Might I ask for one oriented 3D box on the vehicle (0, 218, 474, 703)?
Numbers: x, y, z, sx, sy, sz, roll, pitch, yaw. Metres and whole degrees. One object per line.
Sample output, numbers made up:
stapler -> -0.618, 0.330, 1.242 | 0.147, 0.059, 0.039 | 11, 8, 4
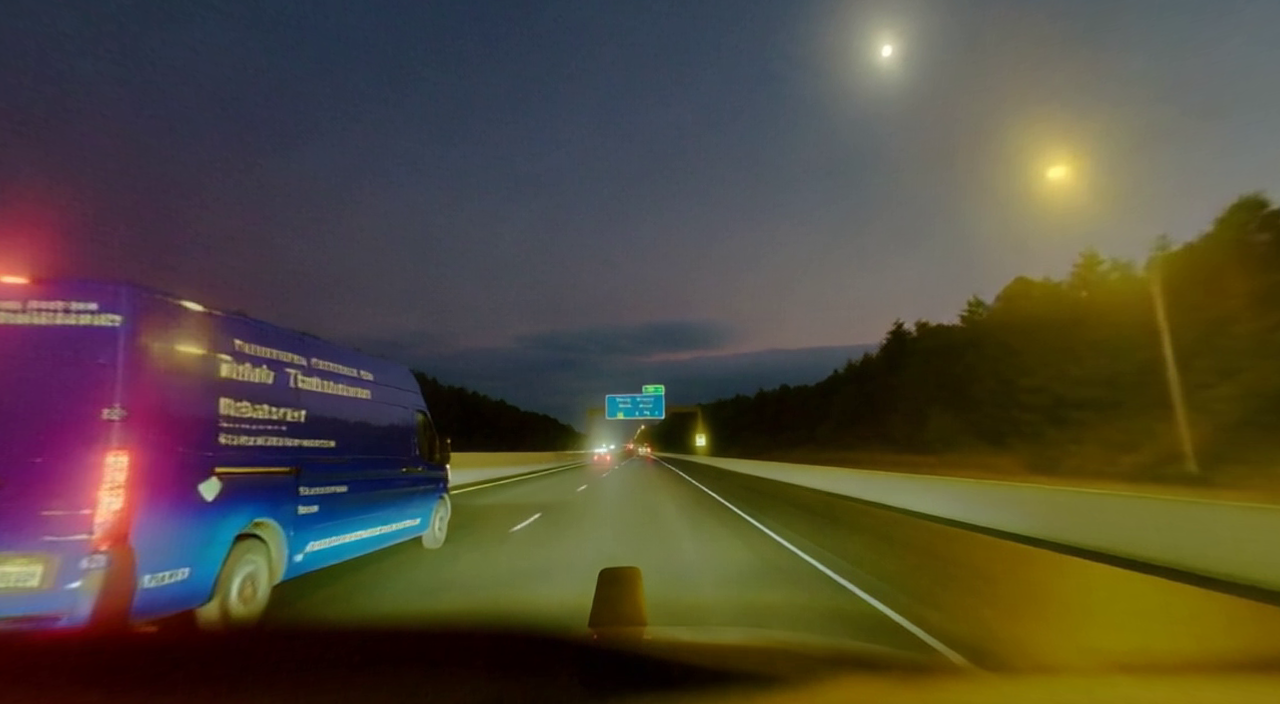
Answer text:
vehicle -> -3.879, 1.090, 6.722 | 2.320, 2.636, 7.021 | 0, -9, 0
